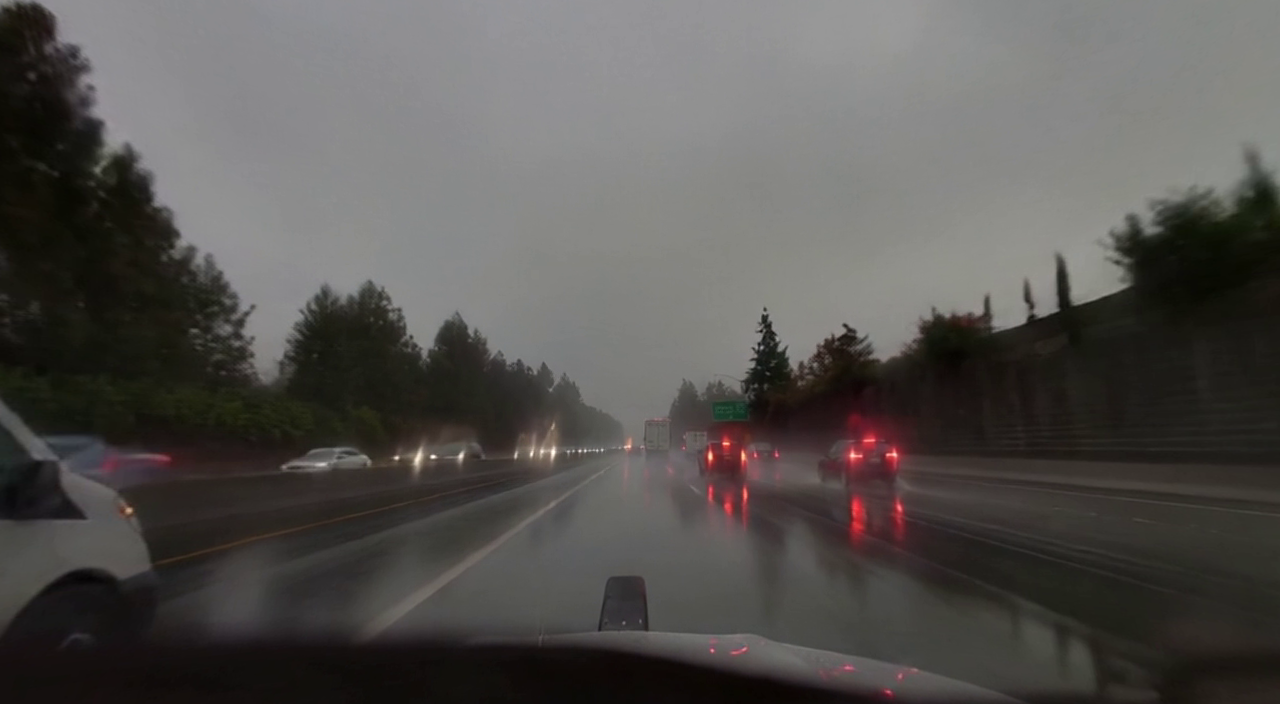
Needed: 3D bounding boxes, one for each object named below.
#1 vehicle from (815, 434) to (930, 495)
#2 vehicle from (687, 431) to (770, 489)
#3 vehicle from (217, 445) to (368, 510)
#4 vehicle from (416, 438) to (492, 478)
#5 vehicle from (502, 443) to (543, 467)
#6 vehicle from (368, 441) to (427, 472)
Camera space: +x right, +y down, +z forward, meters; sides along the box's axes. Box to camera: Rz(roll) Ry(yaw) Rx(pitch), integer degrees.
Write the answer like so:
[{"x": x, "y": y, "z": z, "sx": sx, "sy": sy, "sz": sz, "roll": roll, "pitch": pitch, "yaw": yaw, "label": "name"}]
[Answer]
[{"x": 7.280, "y": 3.547, "z": 20.285, "sx": 1.976, "sy": 1.703, "sz": 4.288, "roll": 0, "pitch": -8, "yaw": -1, "label": "vehicle"}, {"x": 3.046, "y": 3.854, "z": 22.919, "sx": 2.209, "sy": 1.862, "sz": 4.717, "roll": 0, "pitch": -8, "yaw": -1, "label": "vehicle"}, {"x": -8.762, "y": 3.154, "z": 16.322, "sx": 1.833, "sy": 1.441, "sz": 3.593, "roll": 0, "pitch": -8, "yaw": 0, "label": "vehicle"}, {"x": -8.529, "y": 4.882, "z": 29.364, "sx": 2.112, "sy": 1.672, "sz": 4.433, "roll": 0, "pitch": -8, "yaw": 1, "label": "vehicle"}, {"x": -8.255, "y": 7.263, "z": 44.529, "sx": 1.959, "sy": 1.584, "sz": 4.421, "roll": 0, "pitch": -8, "yaw": 1, "label": "vehicle"}, {"x": -15.957, "y": 6.869, "z": 41.755, "sx": 2.000, "sy": 1.903, "sz": 4.657, "roll": 0, "pitch": -8, "yaw": 1, "label": "vehicle"}]
